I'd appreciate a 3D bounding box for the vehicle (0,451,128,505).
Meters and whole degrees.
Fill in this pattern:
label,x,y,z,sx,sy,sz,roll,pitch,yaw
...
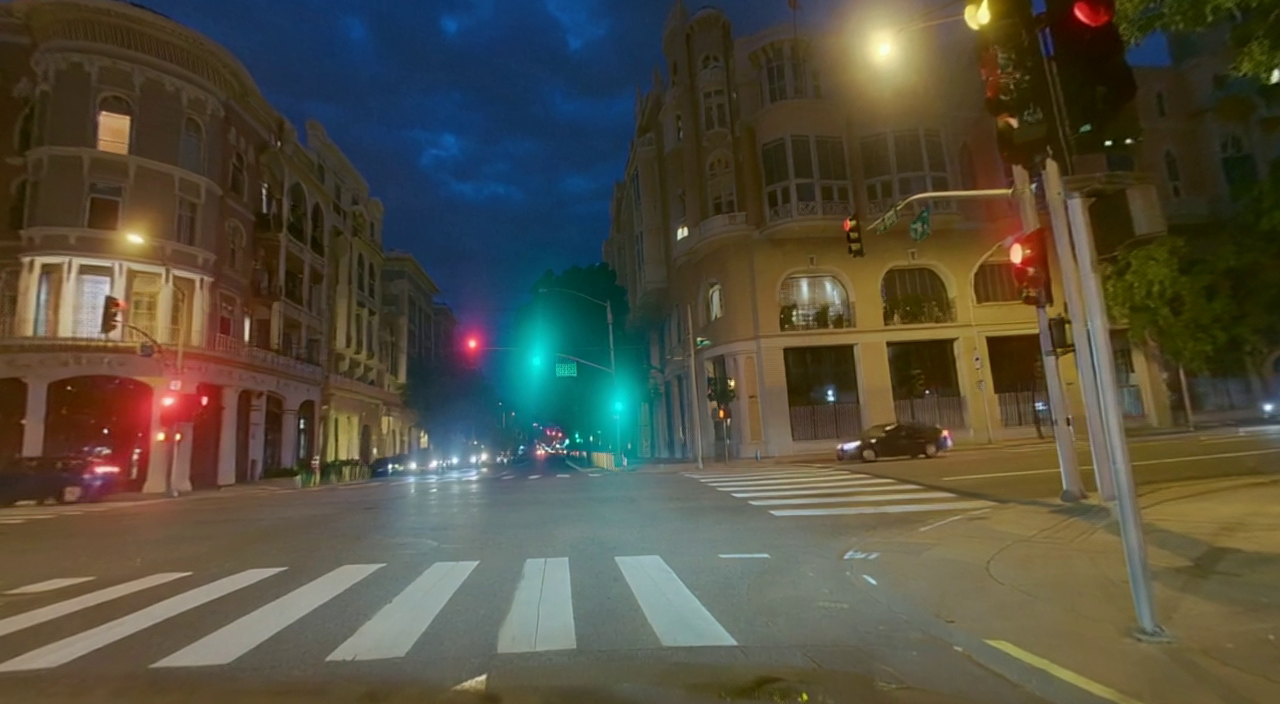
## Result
label,x,y,z,sx,sy,sz,roll,pitch,yaw
vehicle,-19.940,4.047,20.513,4.626,1.636,2.004,1,-8,-7

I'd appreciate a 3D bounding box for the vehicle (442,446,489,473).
label,x,y,z,sx,sy,sz,roll,pitch,yaw
vehicle,-10.467,6.467,38.170,2.196,1.503,4.371,1,-9,-8

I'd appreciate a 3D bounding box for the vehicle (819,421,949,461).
label,x,y,z,sx,sy,sz,roll,pitch,yaw
vehicle,9.374,3.451,24.423,4.320,1.456,1.803,2,-9,-11
